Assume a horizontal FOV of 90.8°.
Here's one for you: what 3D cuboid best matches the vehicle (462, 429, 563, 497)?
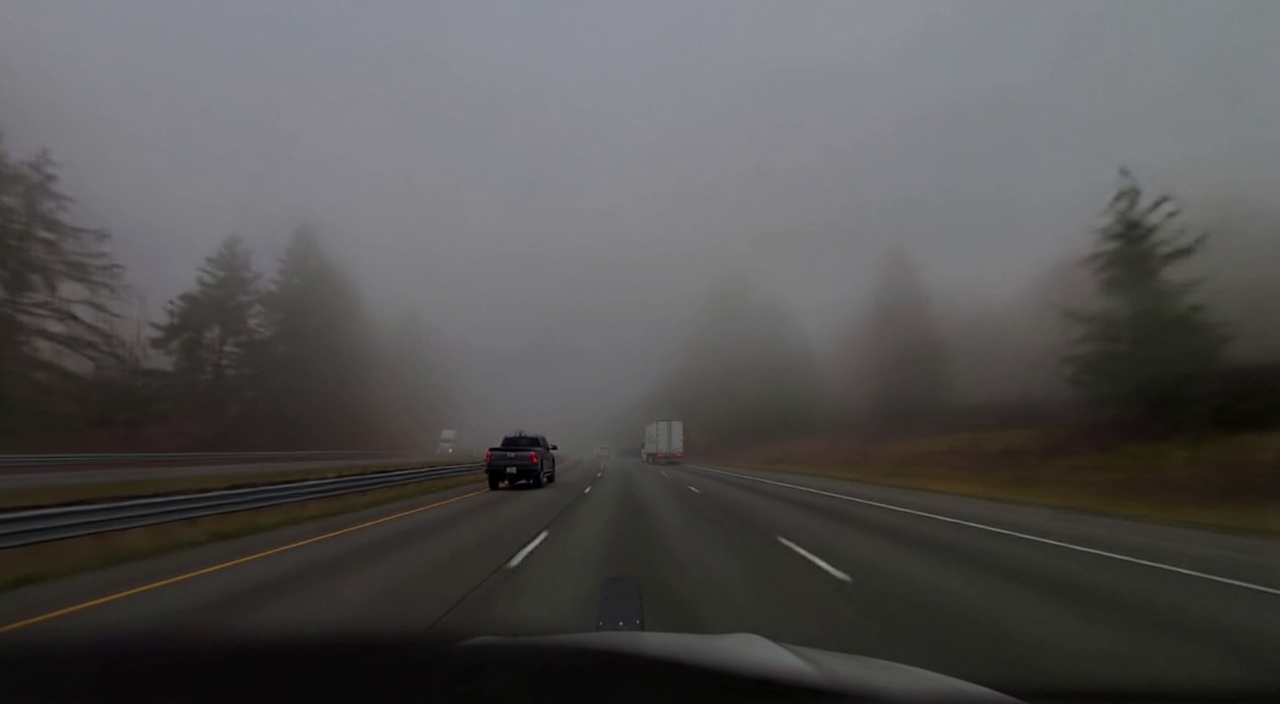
[{"bbox_3d":[-3.956,3.571,20.586,2.337,1.942,4.984,0,-9,-1],"label":"vehicle"}]
